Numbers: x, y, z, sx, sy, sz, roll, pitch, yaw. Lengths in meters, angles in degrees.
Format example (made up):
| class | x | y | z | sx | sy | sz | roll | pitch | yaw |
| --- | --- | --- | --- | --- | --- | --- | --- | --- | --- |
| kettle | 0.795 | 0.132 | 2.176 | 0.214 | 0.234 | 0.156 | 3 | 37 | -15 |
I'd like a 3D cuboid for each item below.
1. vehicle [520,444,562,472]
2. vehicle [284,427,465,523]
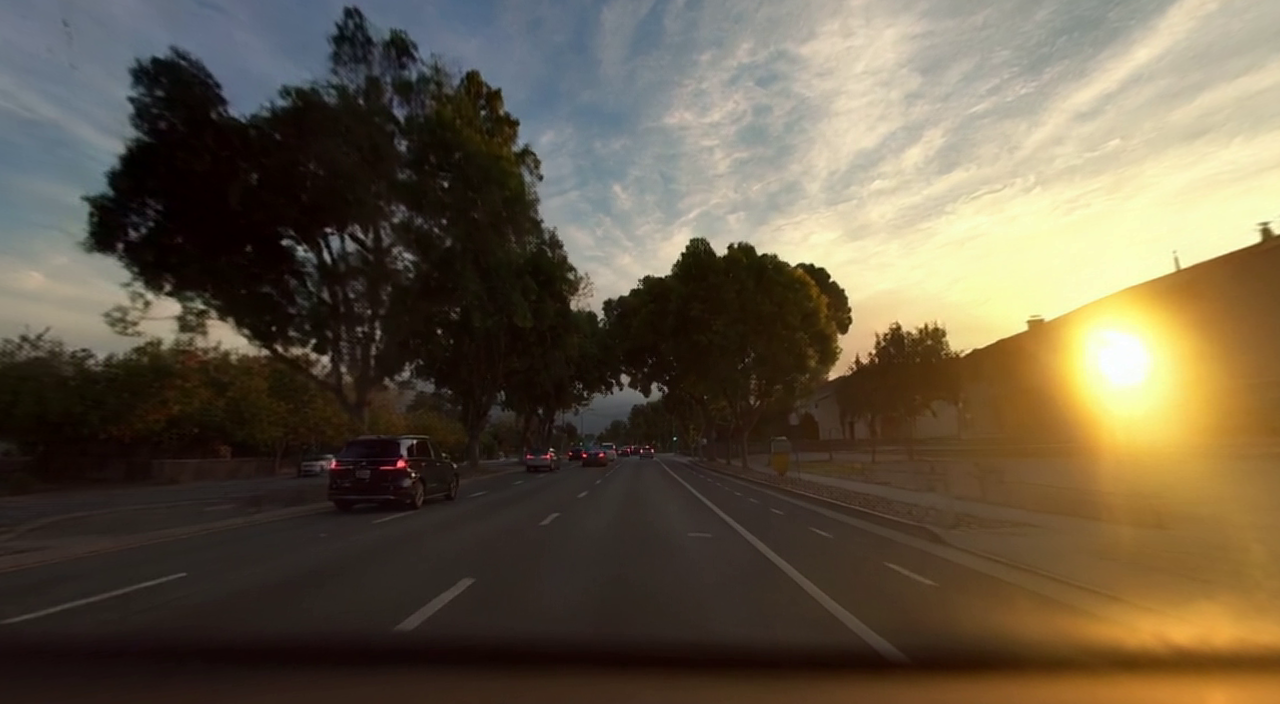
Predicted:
| class | x | y | z | sx | sy | sz | roll | pitch | yaw |
| --- | --- | --- | --- | --- | --- | --- | --- | --- | --- |
| vehicle | -6.351 | 6.877 | 41.045 | 1.985 | 1.708 | 4.310 | 0 | -9 | 1 |
| vehicle | -5.521 | 2.601 | 13.869 | 2.123 | 1.761 | 4.322 | 0 | -9 | -1 |
